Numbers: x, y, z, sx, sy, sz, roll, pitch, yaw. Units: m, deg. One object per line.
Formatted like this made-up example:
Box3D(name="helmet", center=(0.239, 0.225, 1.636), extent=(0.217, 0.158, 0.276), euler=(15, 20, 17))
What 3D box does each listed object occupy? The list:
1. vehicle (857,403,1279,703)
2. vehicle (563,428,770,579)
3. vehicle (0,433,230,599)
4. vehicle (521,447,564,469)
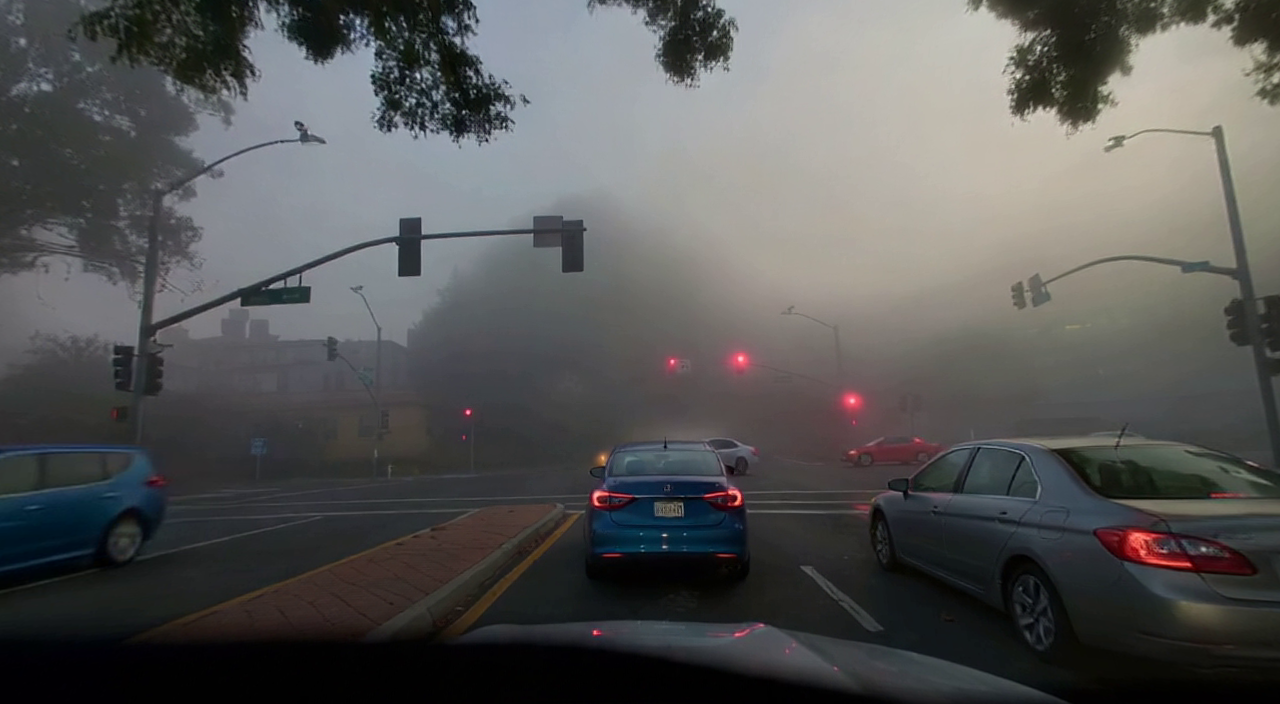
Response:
Box3D(name="vehicle", center=(3.666, 1.341, 5.449), extent=(1.888, 1.486, 4.681), euler=(0, -9, -1))
Box3D(name="vehicle", center=(0.301, 1.818, 8.333), extent=(2.090, 1.505, 3.756), euler=(-1, -9, 1))
Box3D(name="vehicle", center=(-7.540, 1.816, 7.273), extent=(1.996, 1.705, 4.577), euler=(-2, -9, 11))
Box3D(name="vehicle", center=(-6.915, 7.584, 45.306), extent=(2.093, 1.476, 4.278), euler=(-1, -9, 4))
